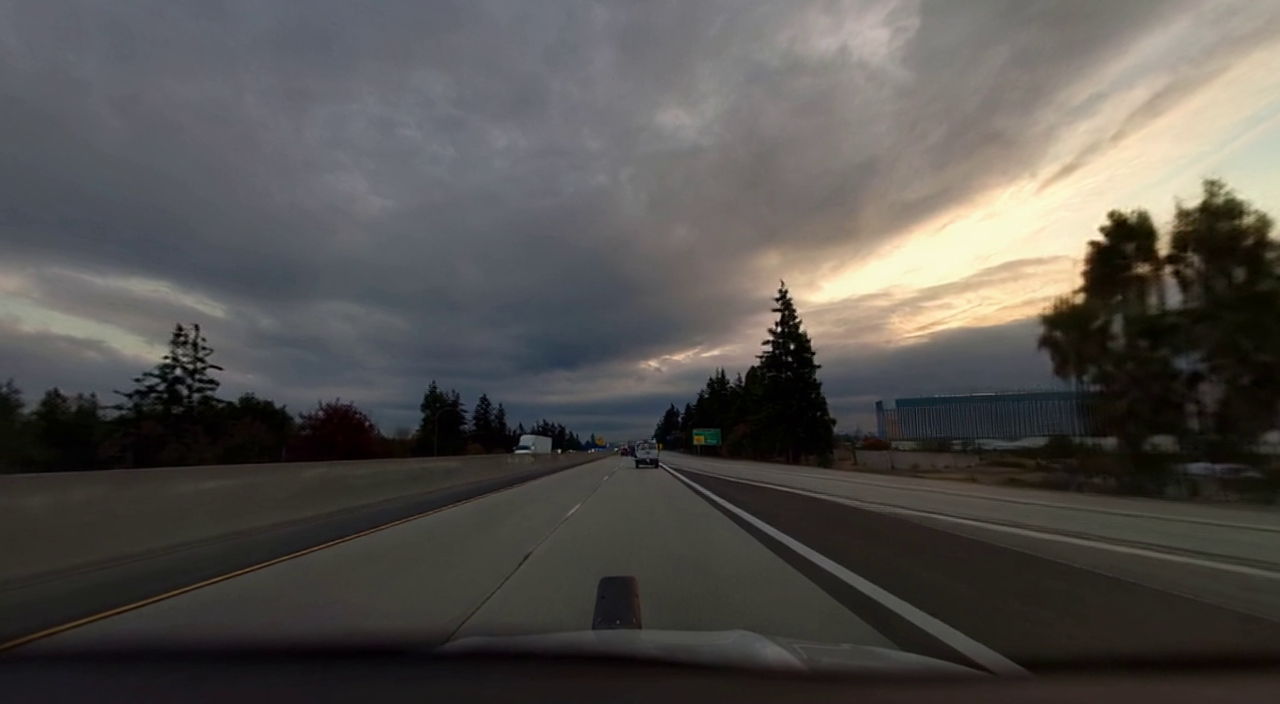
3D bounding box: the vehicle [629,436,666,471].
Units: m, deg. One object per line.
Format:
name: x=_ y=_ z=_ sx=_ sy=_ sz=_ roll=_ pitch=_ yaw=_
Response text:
vehicle: x=0.488 y=6.508 z=40.320 sx=2.268 sy=2.122 sz=4.595 roll=-1 pitch=-9 yaw=1
